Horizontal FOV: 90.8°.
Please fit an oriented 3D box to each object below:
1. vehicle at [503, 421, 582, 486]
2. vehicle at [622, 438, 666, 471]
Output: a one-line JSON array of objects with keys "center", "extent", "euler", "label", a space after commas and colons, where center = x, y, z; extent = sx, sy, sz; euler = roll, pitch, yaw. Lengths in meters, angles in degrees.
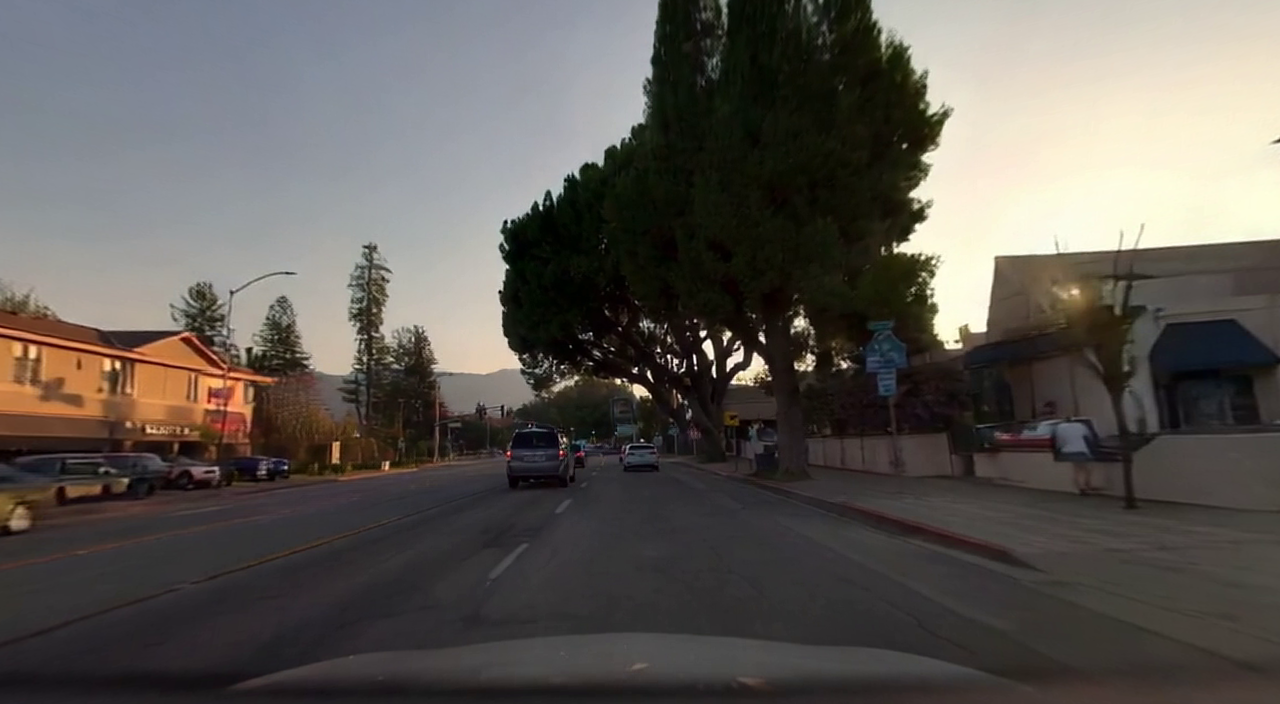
[{"center": [-3.445, 3.732, 23.355], "extent": [2.213, 2.123, 5.124], "euler": [0, -9, -1], "label": "vehicle"}, {"center": [0.160, 5.527, 34.115], "extent": [2.126, 1.657, 4.132], "euler": [0, -9, -3], "label": "vehicle"}]
